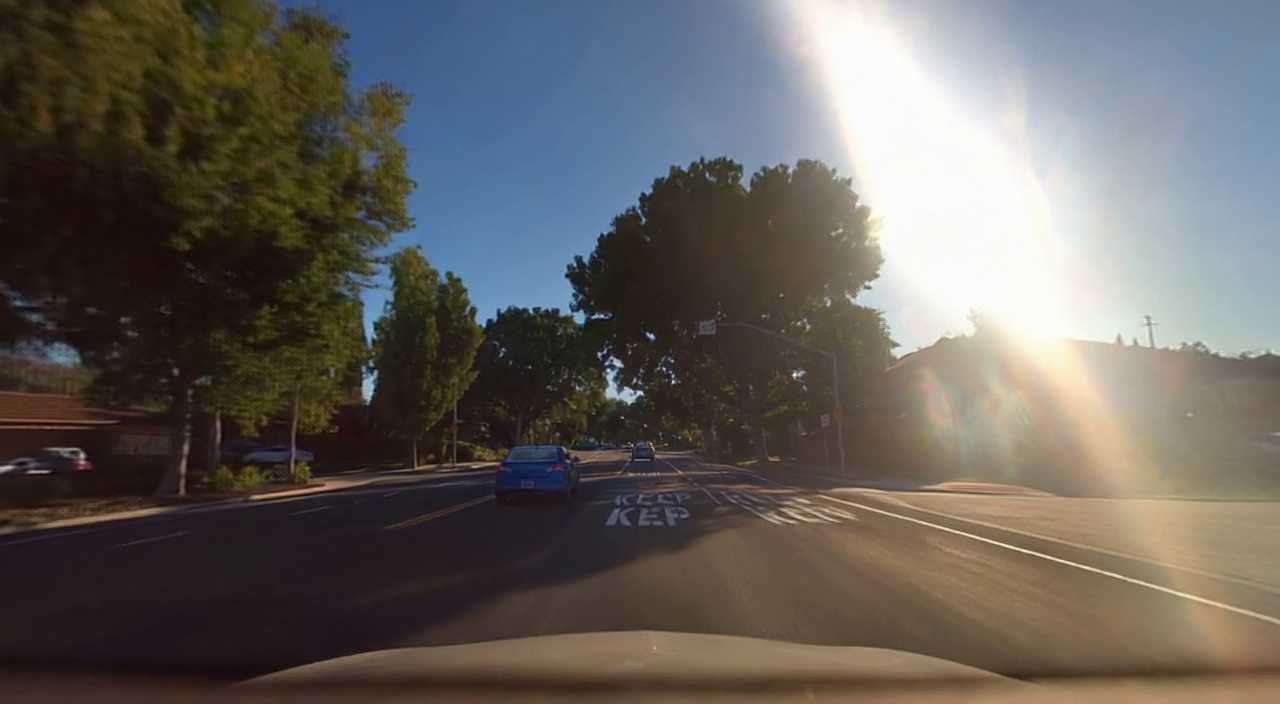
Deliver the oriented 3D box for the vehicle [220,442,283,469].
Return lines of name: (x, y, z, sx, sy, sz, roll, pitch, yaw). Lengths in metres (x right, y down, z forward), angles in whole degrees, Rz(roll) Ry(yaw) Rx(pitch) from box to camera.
vehicle: (-25.921, 6.909, 42.179, 1.919, 1.701, 3.695, 0, -9, -2)

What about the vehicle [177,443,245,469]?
vehicle: (-28.848, 6.990, 42.511, 1.838, 1.685, 3.766, 0, -8, 1)

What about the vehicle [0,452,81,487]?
vehicle: (-28.784, 5.408, 29.241, 1.961, 1.470, 3.811, -1, -9, 5)

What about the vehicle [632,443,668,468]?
vehicle: (0.617, 6.632, 40.550, 2.226, 1.505, 4.128, 0, -8, 0)

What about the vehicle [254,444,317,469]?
vehicle: (-23.399, 6.899, 41.751, 1.894, 1.508, 3.783, 0, -9, 0)

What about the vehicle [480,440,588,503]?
vehicle: (-2.738, 3.226, 17.569, 2.158, 1.469, 4.909, 0, -8, 0)
